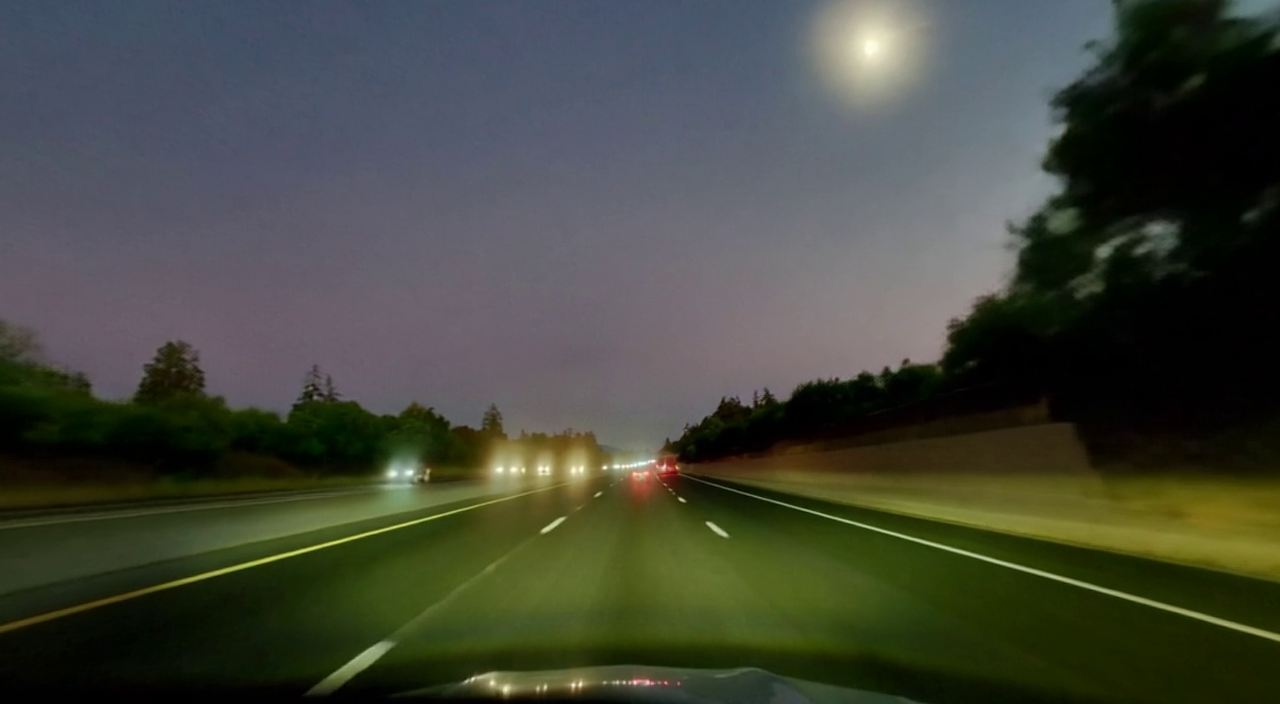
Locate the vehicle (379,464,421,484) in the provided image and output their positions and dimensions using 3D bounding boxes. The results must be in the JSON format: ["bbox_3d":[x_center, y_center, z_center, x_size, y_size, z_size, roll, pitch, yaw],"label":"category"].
[{"bbox_3d":[-18.864,9.604,49.708,1.716,1.454,3.893,1,-10,1],"label":"vehicle"}]
